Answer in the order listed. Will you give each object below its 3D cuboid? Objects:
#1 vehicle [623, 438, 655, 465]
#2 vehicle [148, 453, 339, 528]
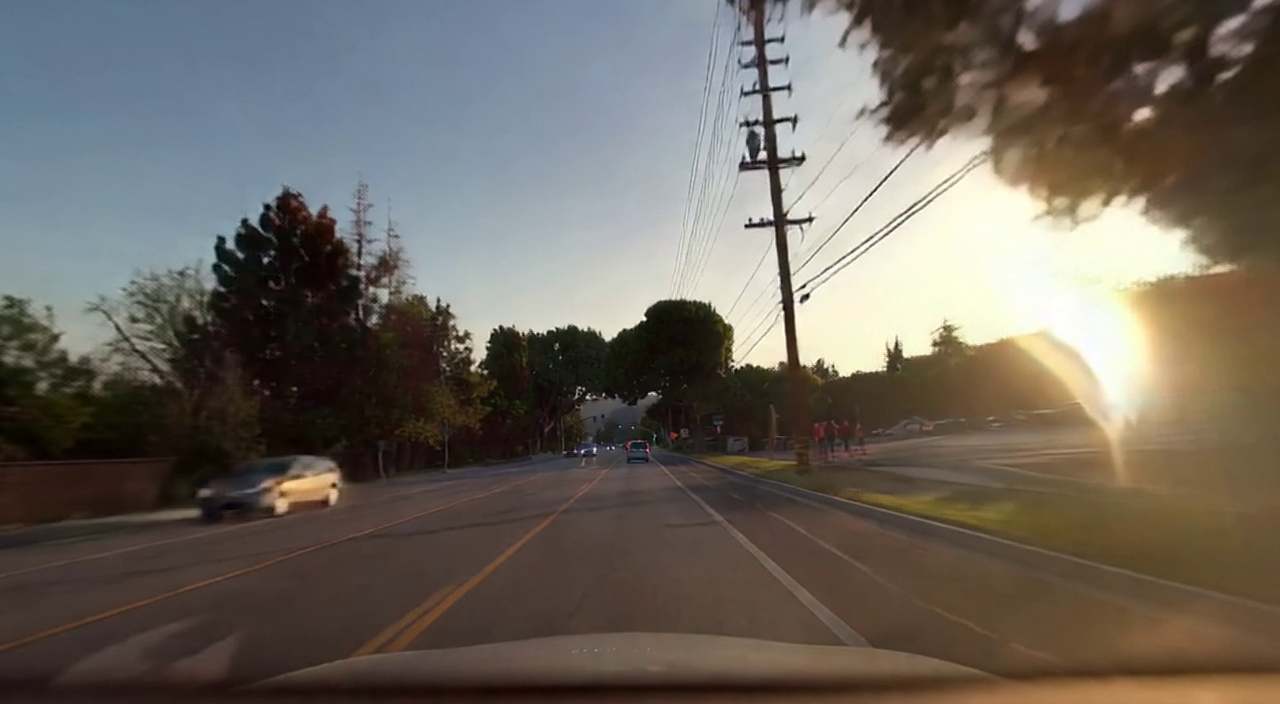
[{"bbox_3d":[-0.077,7.039,44.756,2.163,1.746,4.073,0,-8,0],"label":"vehicle"},{"bbox_3d":[-9.265,3.230,15.296,1.867,1.456,4.251,-1,-8,0],"label":"vehicle"}]
